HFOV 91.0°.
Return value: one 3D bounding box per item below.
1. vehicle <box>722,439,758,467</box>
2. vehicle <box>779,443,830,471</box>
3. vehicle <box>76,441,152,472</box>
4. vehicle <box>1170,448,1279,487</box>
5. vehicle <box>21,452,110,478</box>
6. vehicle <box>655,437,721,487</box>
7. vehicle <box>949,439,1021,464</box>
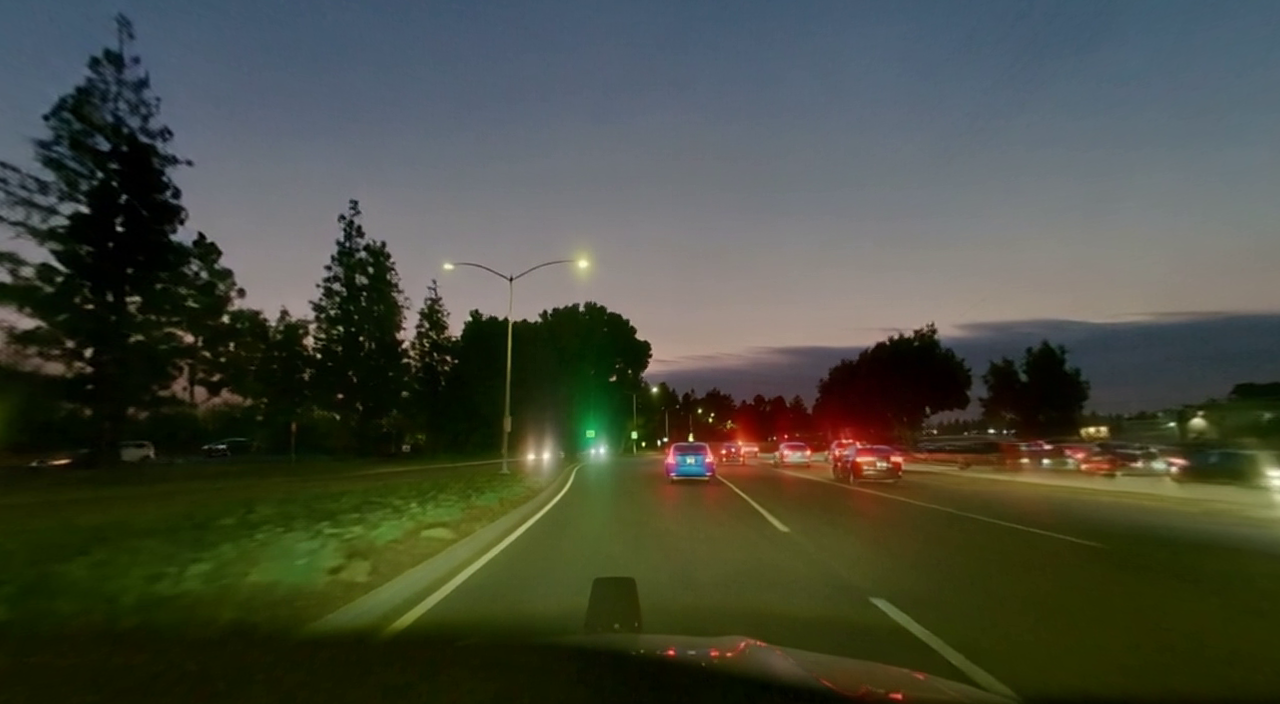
[{"bbox_3d":[6.828,6.912,43.348,1.976,1.796,4.159,0,-9,3],"label":"vehicle"},{"bbox_3d":[9.474,6.047,36.536,1.928,1.488,4.361,0,-9,2],"label":"vehicle"},{"bbox_3d":[-37.495,7.469,45.057,2.208,2.008,5.391,2,-9,-18],"label":"vehicle"},{"bbox_3d":[23.541,4.433,24.442,1.658,1.363,4.223,2,-9,-15],"label":"vehicle"},{"bbox_3d":[-35.950,7.045,39.550,1.880,1.535,4.620,2,-9,-11],"label":"vehicle"},{"bbox_3d":[1.648,3.934,22.789,2.145,1.603,4.369,0,-9,2],"label":"vehicle"},{"bbox_3d":[26.730,7.676,48.784,4.719,1.851,1.920,2,-9,-15],"label":"vehicle"}]
